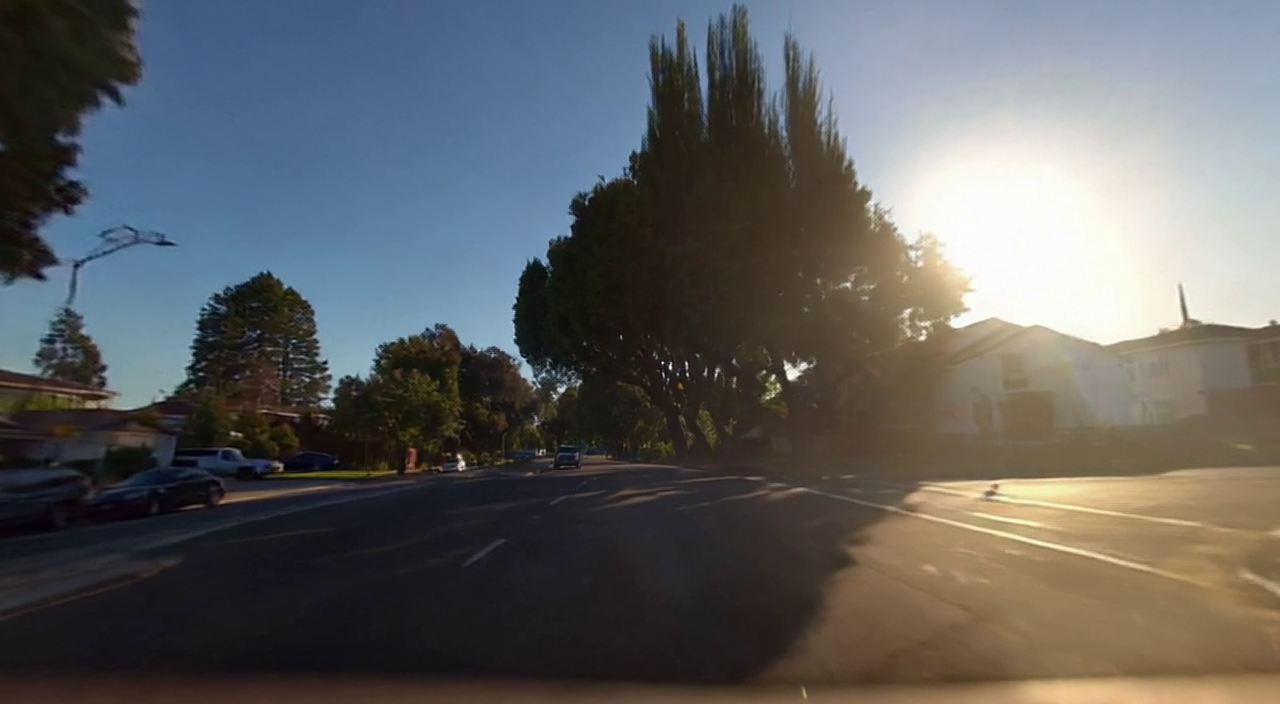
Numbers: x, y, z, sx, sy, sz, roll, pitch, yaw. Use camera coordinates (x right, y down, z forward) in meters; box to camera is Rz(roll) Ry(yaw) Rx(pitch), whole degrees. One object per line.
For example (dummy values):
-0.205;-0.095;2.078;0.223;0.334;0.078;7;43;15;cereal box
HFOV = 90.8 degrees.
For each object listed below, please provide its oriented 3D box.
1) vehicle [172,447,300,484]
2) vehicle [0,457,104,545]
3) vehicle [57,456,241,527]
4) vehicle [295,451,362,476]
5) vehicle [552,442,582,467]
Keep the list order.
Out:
-23.163;6.510;36.417;5.784;2.004;2.199;0;-8;-1;vehicle
-14.300;3.172;13.332;1.966;1.760;4.604;0;-8;-1;vehicle
-14.413;4.052;18.999;1.968;1.727;4.548;0;-8;-2;vehicle
-22.182;7.949;45.110;3.832;1.683;1.877;0;-8;-7;vehicle
-5.561;7.855;48.648;2.135;1.731;4.232;0;-8;-4;vehicle
